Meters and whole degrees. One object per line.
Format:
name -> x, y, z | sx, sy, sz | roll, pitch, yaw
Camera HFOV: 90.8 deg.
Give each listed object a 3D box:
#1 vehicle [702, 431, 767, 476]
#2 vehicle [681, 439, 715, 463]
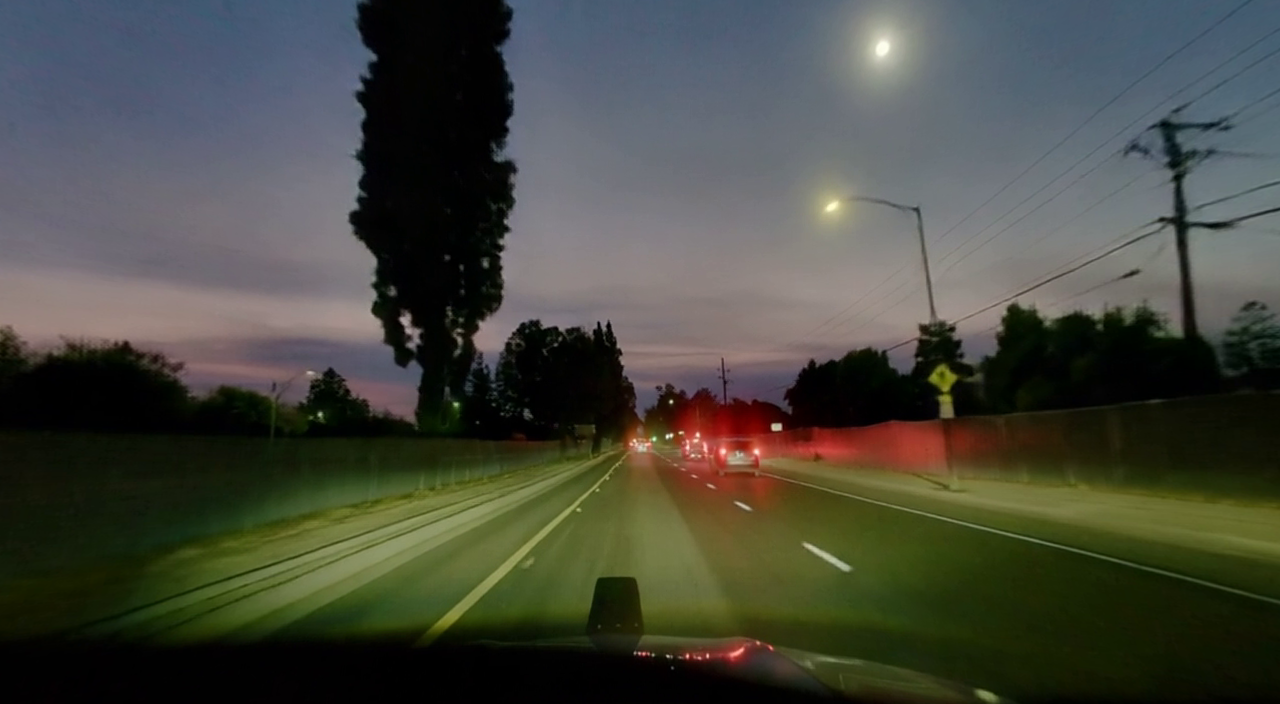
vehicle -> 4.101, 4.515, 28.246 | 2.112, 1.825, 4.574 | 0, -8, -1
vehicle -> 4.051, 6.971, 44.634 | 2.012, 1.653, 4.115 | 0, -8, 0
